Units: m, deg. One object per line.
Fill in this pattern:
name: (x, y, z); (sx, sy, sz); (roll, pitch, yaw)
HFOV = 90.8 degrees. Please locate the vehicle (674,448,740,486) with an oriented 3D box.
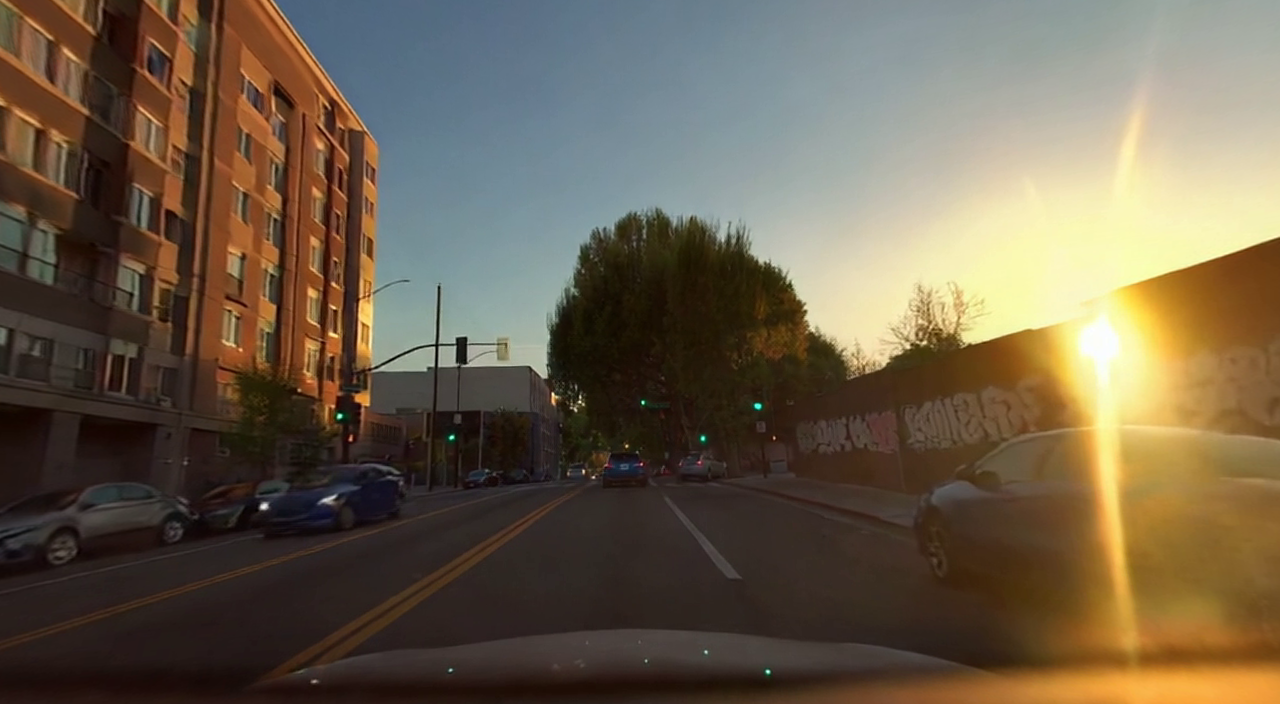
vehicle: (3.464, 5.735, 31.928); (2.207, 1.761, 4.292); (-4, -9, 22)

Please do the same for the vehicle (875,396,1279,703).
vehicle: (4.063, 1.451, 5.702); (2.025, 1.758, 4.463); (0, -8, -2)

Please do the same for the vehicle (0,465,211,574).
vehicle: (-11.030, 3.249, 12.803); (1.822, 1.639, 4.144); (-4, -8, 0)

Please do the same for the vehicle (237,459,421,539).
vehicle: (-6.677, 3.165, 14.205); (2.040, 1.402, 4.237); (0, -8, -1)

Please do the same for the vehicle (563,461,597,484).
vehicle: (-4.346, 8.800, 46.337); (2.095, 1.447, 4.202); (0, -8, 0)

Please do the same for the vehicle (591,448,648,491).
vehicle: (-0.823, 4.843, 26.403); (2.166, 1.579, 4.300); (0, -8, -1)
